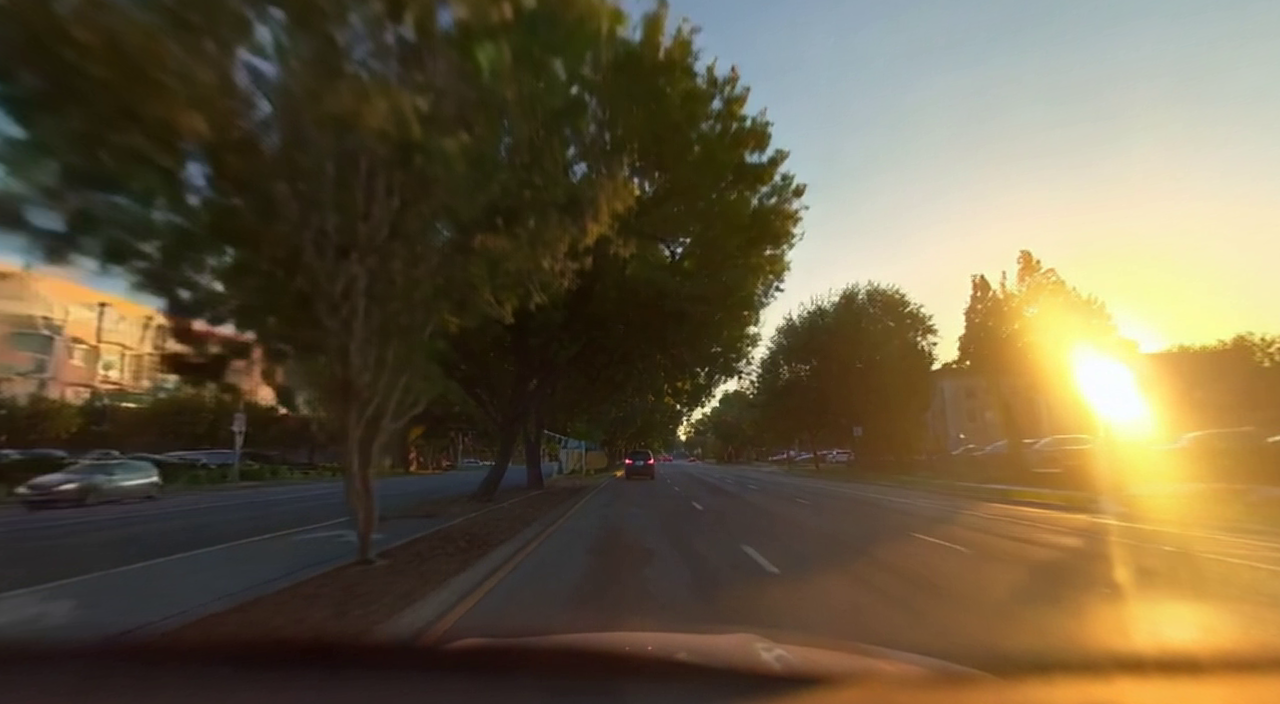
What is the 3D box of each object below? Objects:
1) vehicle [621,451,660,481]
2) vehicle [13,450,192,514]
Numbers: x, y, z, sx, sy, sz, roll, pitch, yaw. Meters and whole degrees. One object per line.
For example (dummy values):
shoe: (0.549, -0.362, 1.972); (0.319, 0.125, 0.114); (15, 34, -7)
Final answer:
vehicle: (0.066, 6.331, 35.355); (2.093, 1.591, 4.247); (0, -9, 1)
vehicle: (-18.481, 4.438, 22.125); (2.048, 1.955, 4.692); (0, -9, 0)
